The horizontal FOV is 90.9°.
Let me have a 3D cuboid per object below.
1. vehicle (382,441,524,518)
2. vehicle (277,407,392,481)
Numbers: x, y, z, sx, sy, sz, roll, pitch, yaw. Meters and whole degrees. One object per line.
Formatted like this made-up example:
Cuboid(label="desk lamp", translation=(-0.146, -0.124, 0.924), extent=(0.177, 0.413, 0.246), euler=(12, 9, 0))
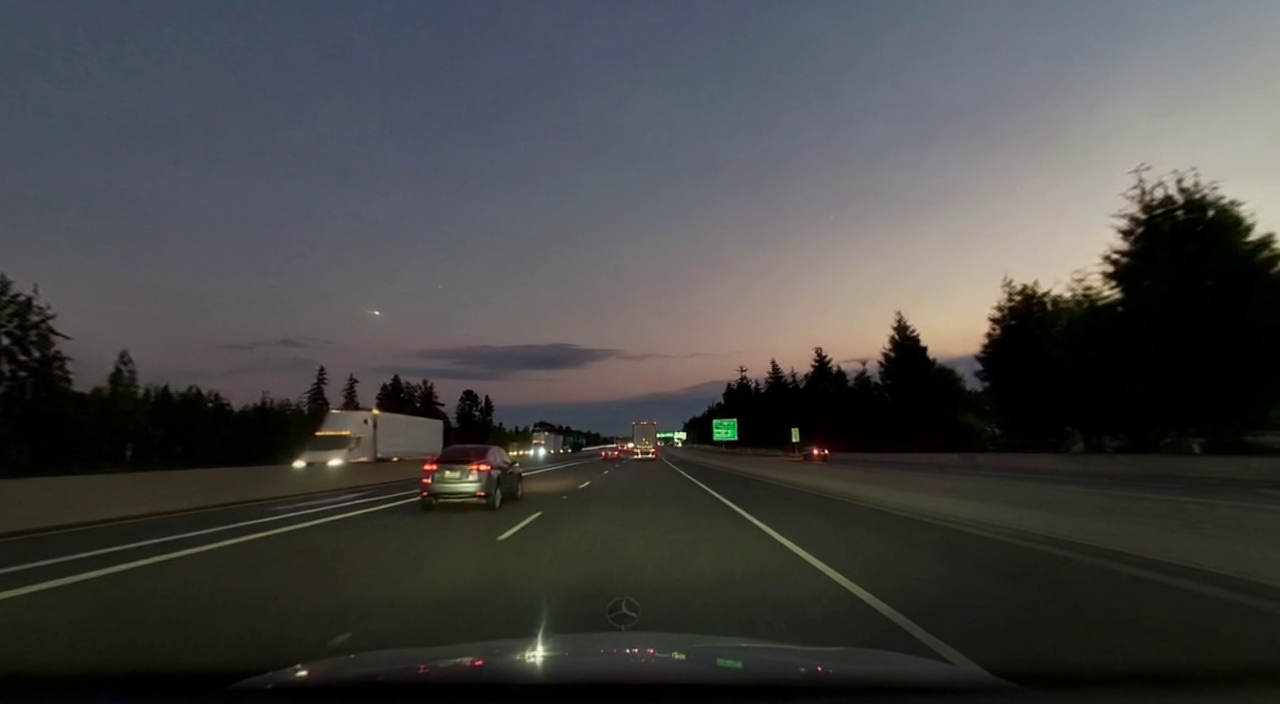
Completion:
Cuboid(label="vehicle", translation=(-4.063, 2.822, 14.477), extent=(1.945, 1.488, 4.043), euler=(0, -9, 1))
Cuboid(label="vehicle", translation=(-16.883, 5.171, 35.408), extent=(3.349, 3.800, 5.837), euler=(0, -9, 0))
